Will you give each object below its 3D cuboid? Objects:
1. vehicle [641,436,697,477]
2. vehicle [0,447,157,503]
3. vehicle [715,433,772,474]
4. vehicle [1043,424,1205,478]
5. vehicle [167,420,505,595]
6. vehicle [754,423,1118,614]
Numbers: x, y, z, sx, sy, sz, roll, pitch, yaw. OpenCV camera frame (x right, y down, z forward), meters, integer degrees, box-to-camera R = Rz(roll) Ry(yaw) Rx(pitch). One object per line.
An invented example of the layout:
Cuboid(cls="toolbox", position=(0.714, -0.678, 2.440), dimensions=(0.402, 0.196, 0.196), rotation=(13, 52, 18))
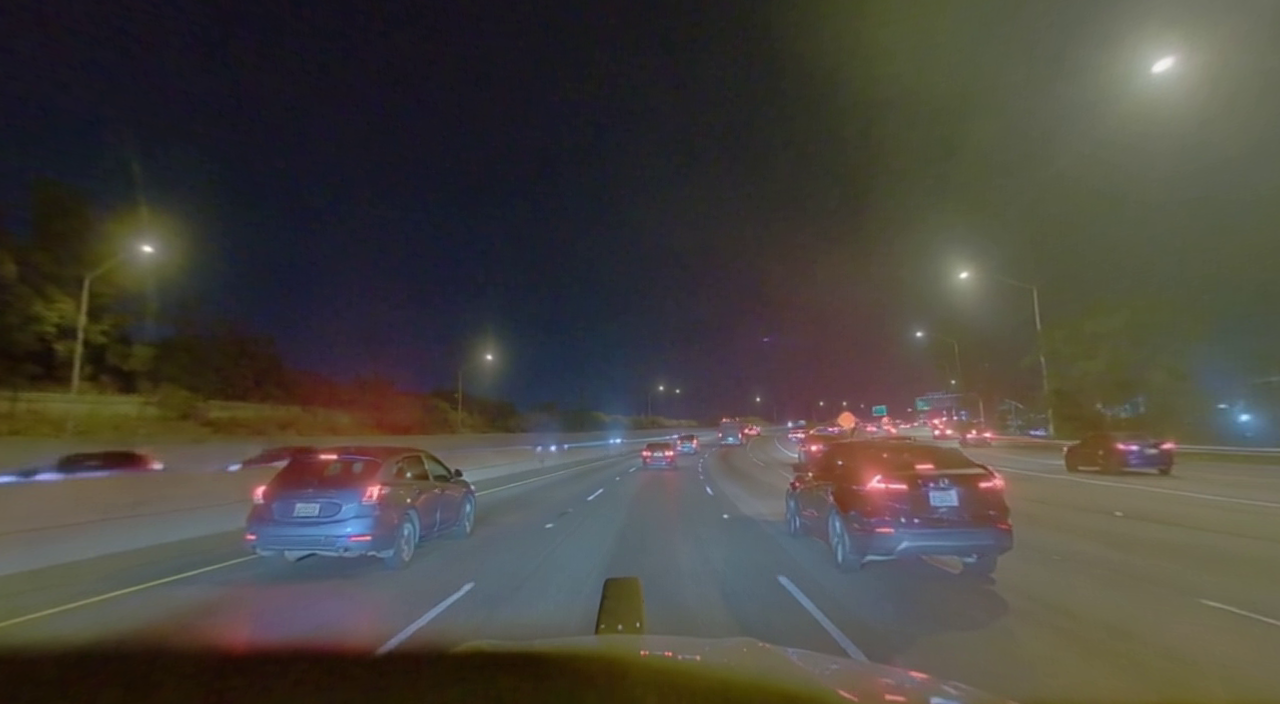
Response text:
Cuboid(cls="vehicle", position=(1.263, 4.410, 26.762), dimensions=(2.201, 1.614, 3.803), rotation=(-1, -9, 4))
Cuboid(cls="vehicle", position=(-18.766, 3.927, 20.595), dimensions=(2.046, 1.601, 4.578), rotation=(-1, -9, 4))
Cuboid(cls="vehicle", position=(4.587, 4.573, 28.527), dimensions=(2.076, 1.684, 4.241), rotation=(-1, -9, 4))
Cuboid(cls="vehicle", position=(15.693, 3.269, 20.821), dimensions=(1.976, 1.548, 4.687), rotation=(-1, -9, 6))
Cuboid(cls="vehicle", position=(-3.241, 1.754, 7.993), dimensions=(1.937, 1.558, 4.469), rotation=(0, -9, 2))
Cuboid(cls="vehicle", position=(2.737, 1.664, 7.288), dimensions=(2.009, 1.489, 4.559), rotation=(0, -9, 0))
